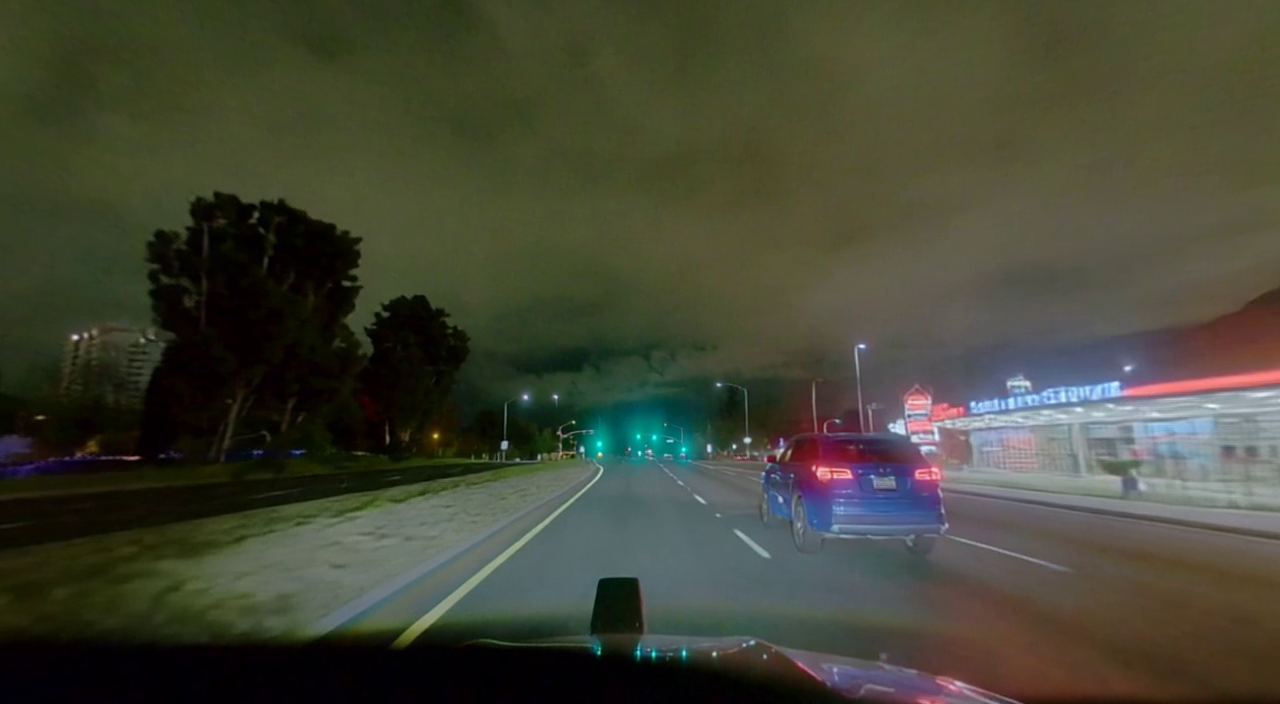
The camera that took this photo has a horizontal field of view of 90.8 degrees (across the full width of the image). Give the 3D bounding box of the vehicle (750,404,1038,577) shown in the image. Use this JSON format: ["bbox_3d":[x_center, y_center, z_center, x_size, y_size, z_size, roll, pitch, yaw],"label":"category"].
[{"bbox_3d":[3.082,1.809,9.032,2.130,1.790,4.615,1,-9,-1],"label":"vehicle"}]
